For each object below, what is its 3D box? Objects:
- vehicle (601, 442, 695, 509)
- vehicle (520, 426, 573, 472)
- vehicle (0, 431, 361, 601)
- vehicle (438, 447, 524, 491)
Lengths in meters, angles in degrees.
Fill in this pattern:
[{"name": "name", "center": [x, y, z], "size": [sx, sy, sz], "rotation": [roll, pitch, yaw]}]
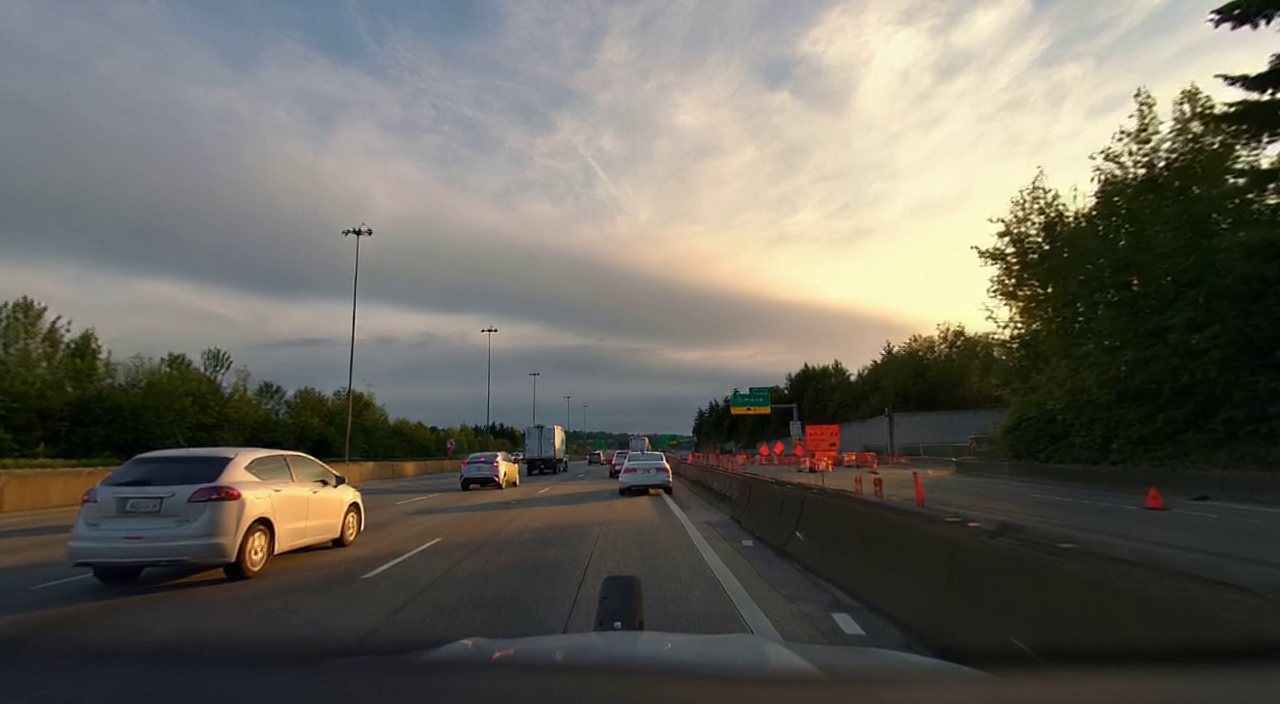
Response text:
[{"name": "vehicle", "center": [0.200, 3.027, 15.782], "size": [2.080, 1.451, 3.512], "rotation": [0, -9, 1]}, {"name": "vehicle", "center": [-5.859, 6.203, 40.109], "size": [2.326, 2.645, 6.249], "rotation": [0, -9, 1]}, {"name": "vehicle", "center": [-5.495, 1.807, 7.902], "size": [1.892, 1.481, 4.573], "rotation": [0, -9, 0]}, {"name": "vehicle", "center": [-5.605, 4.170, 22.677], "size": [2.063, 1.417, 4.000], "rotation": [0, -9, 0]}]
